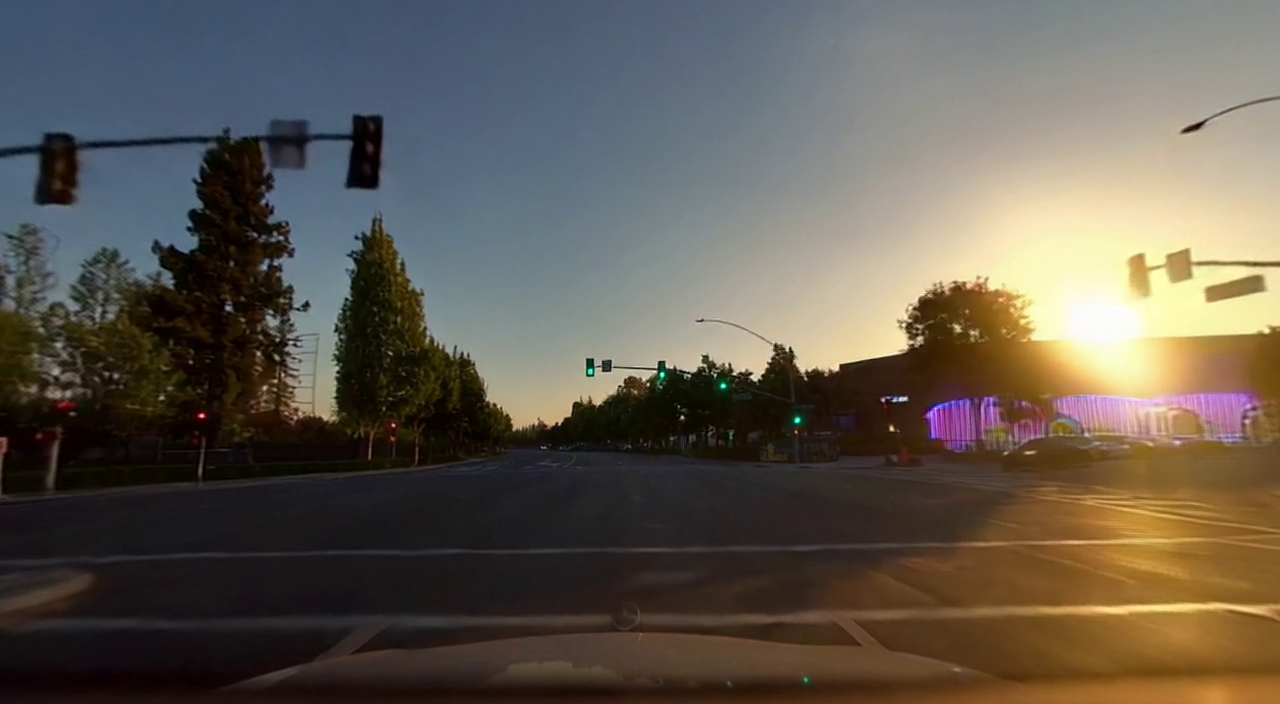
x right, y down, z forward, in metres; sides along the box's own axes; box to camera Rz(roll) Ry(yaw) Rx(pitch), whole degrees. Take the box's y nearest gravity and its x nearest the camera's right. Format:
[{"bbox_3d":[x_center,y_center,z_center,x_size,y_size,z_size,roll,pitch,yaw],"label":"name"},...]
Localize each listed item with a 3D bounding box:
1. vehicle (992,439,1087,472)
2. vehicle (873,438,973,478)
[{"bbox_3d":[19.364,5.012,30.601,3.942,1.505,1.848,4,-9,-23],"label":"vehicle"},{"bbox_3d":[12.737,4.753,28.443,3.780,1.496,1.867,0,-8,-22],"label":"vehicle"}]
